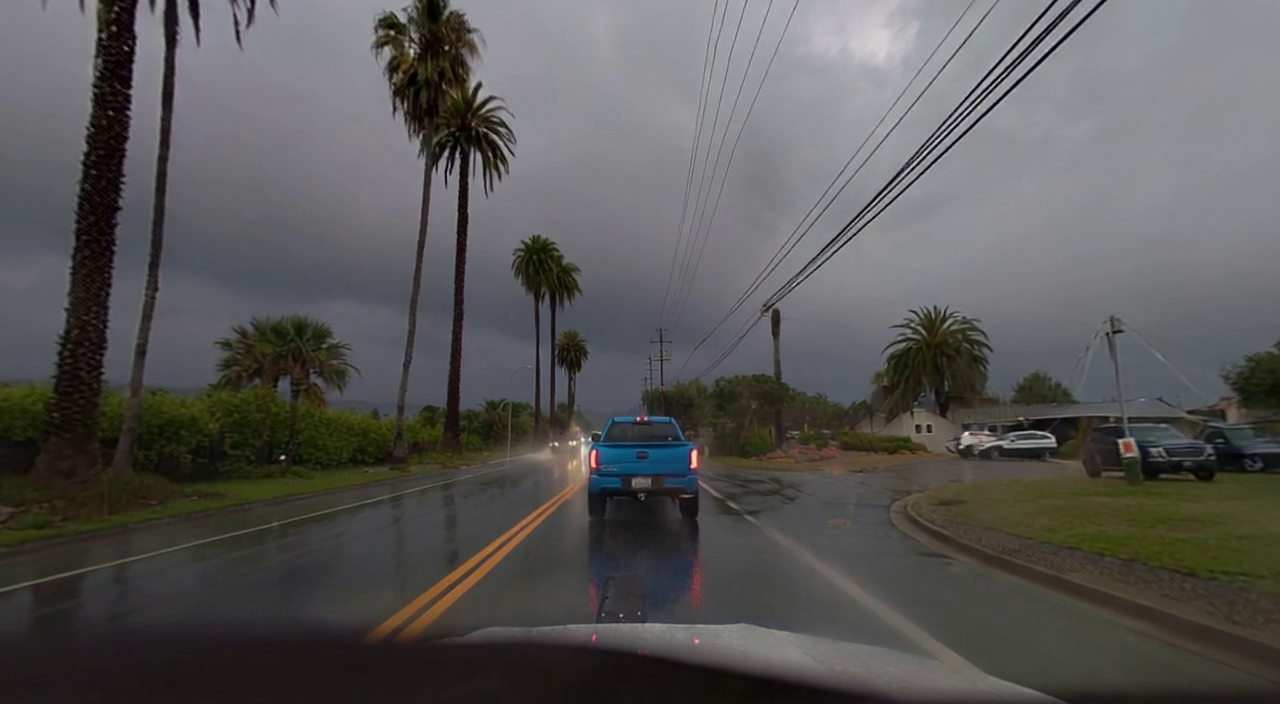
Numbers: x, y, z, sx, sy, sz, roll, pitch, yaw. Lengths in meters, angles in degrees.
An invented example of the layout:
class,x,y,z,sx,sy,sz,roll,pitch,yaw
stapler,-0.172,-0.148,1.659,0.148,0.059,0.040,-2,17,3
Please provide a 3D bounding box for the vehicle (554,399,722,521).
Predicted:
class,x,y,z,sx,sy,sz,roll,pitch,yaw
vehicle,-0.021,2.276,13.754,2.848,2.047,5.885,0,-8,0

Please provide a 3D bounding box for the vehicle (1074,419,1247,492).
class,x,y,z,sx,sy,sz,roll,pitch,yaw
vehicle,16.115,3.245,20.127,2.338,1.917,6.076,-3,-9,21

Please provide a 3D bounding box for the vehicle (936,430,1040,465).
class,x,y,z,sx,sy,sz,roll,pitch,yaw
vehicle,20.370,5.662,37.480,2.277,1.836,6.267,0,-9,-4
